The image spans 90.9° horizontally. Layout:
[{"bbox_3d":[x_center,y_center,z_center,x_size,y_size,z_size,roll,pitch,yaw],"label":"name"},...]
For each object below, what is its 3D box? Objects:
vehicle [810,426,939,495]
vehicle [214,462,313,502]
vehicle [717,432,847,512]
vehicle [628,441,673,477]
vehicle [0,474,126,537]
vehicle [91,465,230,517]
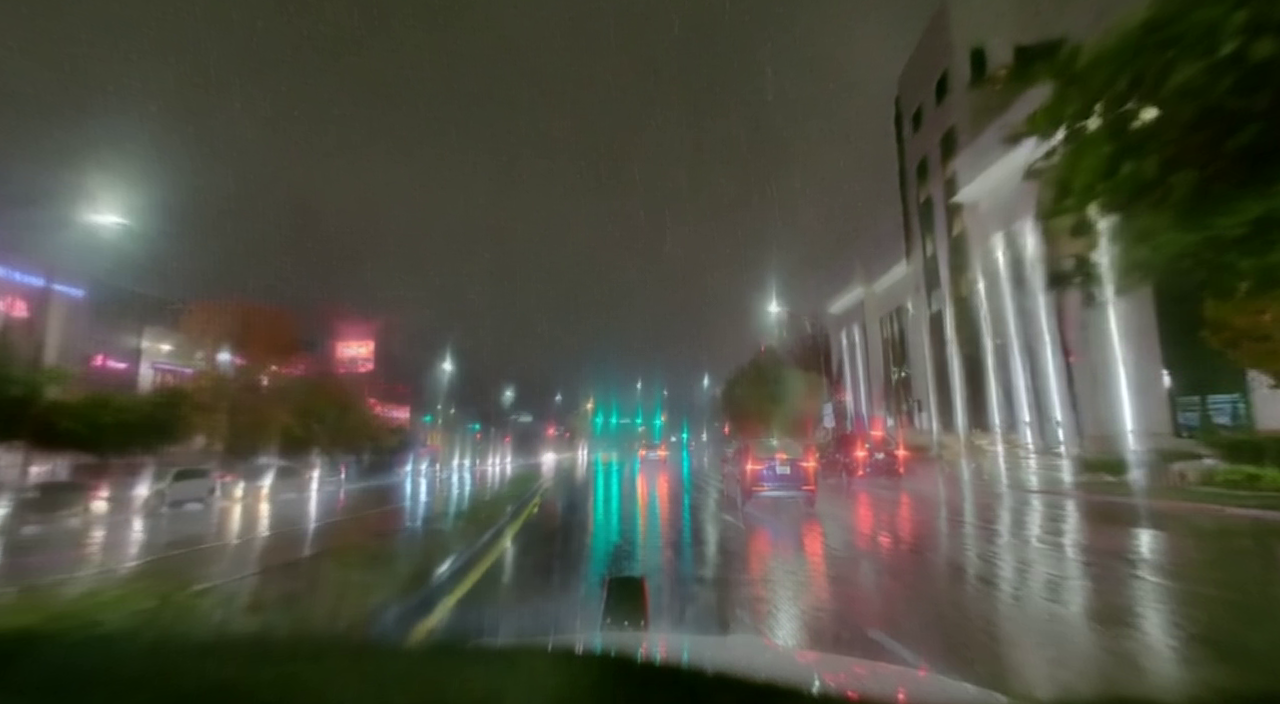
[{"bbox_3d":[6.801,3.200,18.964,1.963,1.783,4.722,0,-8,-1],"label":"vehicle"},{"bbox_3d":[-18.606,6.417,31.449,1.956,1.647,4.643,0,-8,1],"label":"vehicle"},{"bbox_3d":[3.142,2.762,15.089,1.931,1.591,4.708,0,-8,-1],"label":"vehicle"},{"bbox_3d":[0.441,5.337,31.783,2.125,1.669,3.880,0,-8,-1],"label":"vehicle"},{"bbox_3d":[-18.693,4.676,19.599,1.786,1.523,4.309,0,-8,-1],"label":"vehicle"},{"bbox_3d":[-18.766,5.427,24.985,2.049,1.678,4.376,0,-8,0],"label":"vehicle"}]
